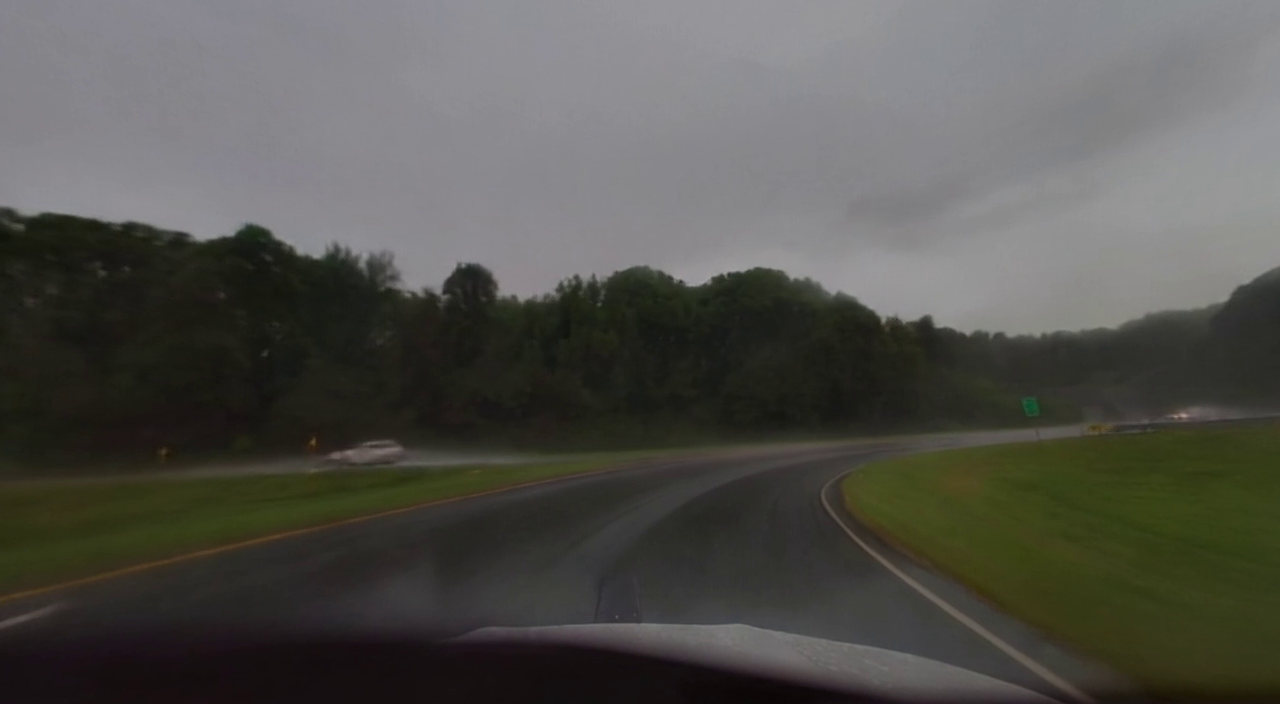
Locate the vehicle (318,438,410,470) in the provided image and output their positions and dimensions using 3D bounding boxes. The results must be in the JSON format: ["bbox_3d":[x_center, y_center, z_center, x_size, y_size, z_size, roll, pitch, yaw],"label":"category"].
[{"bbox_3d":[-14.991,5.530,34.290,4.415,1.617,1.957,3,-9,-24],"label":"vehicle"}]
